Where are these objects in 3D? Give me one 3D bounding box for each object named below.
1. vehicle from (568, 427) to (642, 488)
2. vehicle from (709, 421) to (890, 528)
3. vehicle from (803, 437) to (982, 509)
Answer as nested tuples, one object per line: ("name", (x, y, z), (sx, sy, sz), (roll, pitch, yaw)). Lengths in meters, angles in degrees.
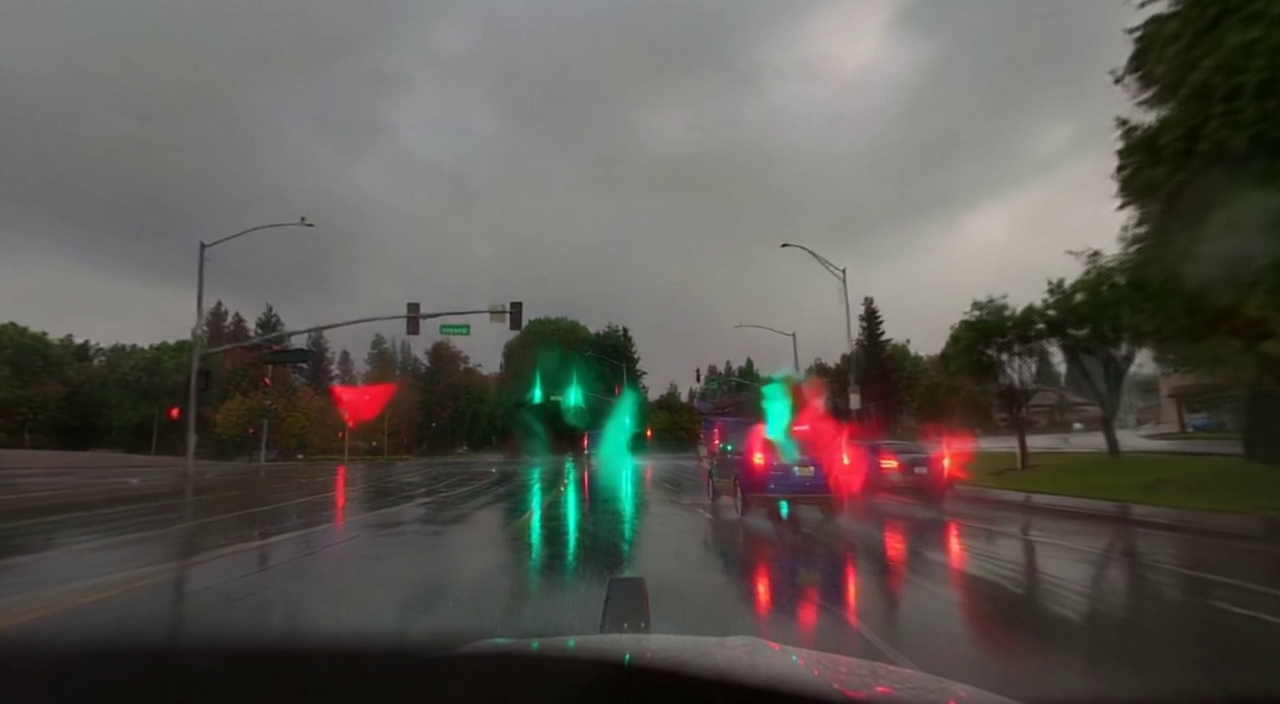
("vehicle", (-1.296, 3.506, 21.235), (2.185, 1.822, 4.583), (1, -9, -7))
("vehicle", (2.832, 2.307, 12.480), (2.024, 1.686, 4.588), (1, -9, -5))
("vehicle", (5.874, 2.871, 15.511), (2.124, 1.474, 4.880), (0, -9, -4))
